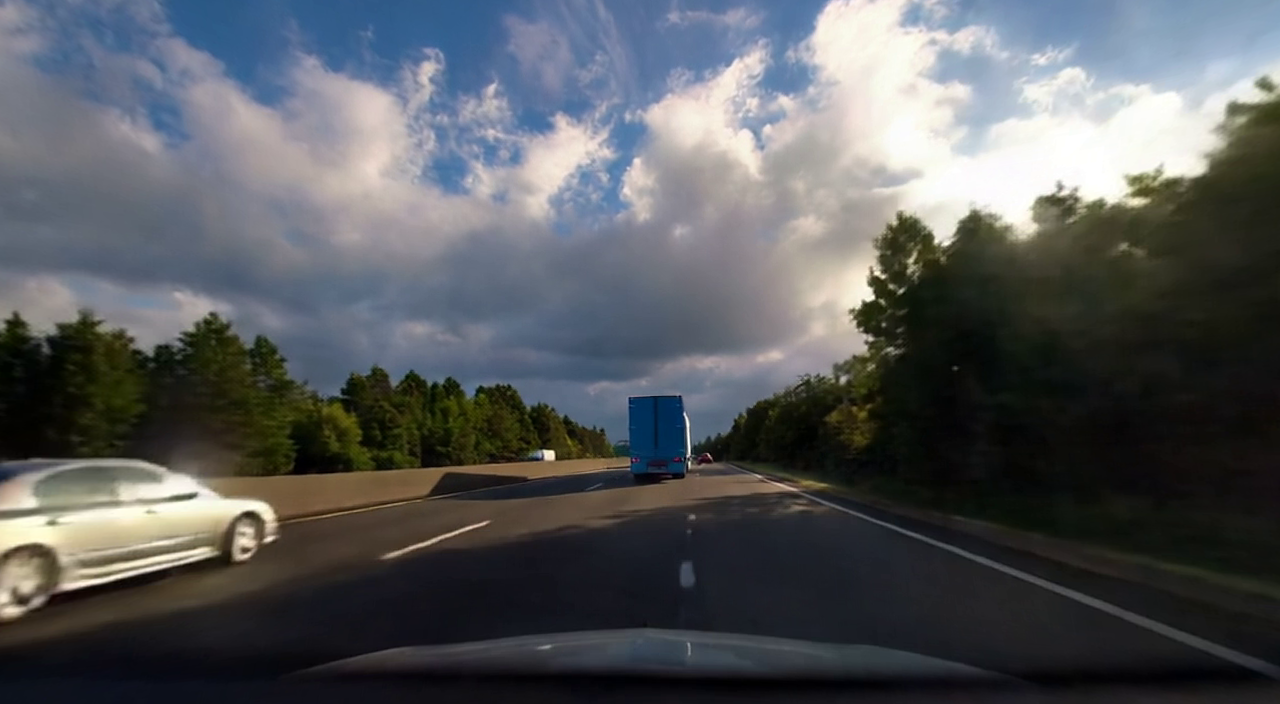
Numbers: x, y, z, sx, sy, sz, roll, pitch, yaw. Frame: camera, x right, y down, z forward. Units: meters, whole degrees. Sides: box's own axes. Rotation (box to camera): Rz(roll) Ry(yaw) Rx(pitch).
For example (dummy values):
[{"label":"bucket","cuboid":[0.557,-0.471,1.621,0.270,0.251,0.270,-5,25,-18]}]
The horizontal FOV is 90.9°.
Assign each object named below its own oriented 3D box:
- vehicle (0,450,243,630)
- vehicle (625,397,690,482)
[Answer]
[{"label":"vehicle","cuboid":[-5.966,1.472,5.027,2.133,1.358,4.870,-1,-9,5]},{"label":"vehicle","cuboid":[1.138,4.706,33.415,2.821,3.878,8.925,-1,-9,5]}]
